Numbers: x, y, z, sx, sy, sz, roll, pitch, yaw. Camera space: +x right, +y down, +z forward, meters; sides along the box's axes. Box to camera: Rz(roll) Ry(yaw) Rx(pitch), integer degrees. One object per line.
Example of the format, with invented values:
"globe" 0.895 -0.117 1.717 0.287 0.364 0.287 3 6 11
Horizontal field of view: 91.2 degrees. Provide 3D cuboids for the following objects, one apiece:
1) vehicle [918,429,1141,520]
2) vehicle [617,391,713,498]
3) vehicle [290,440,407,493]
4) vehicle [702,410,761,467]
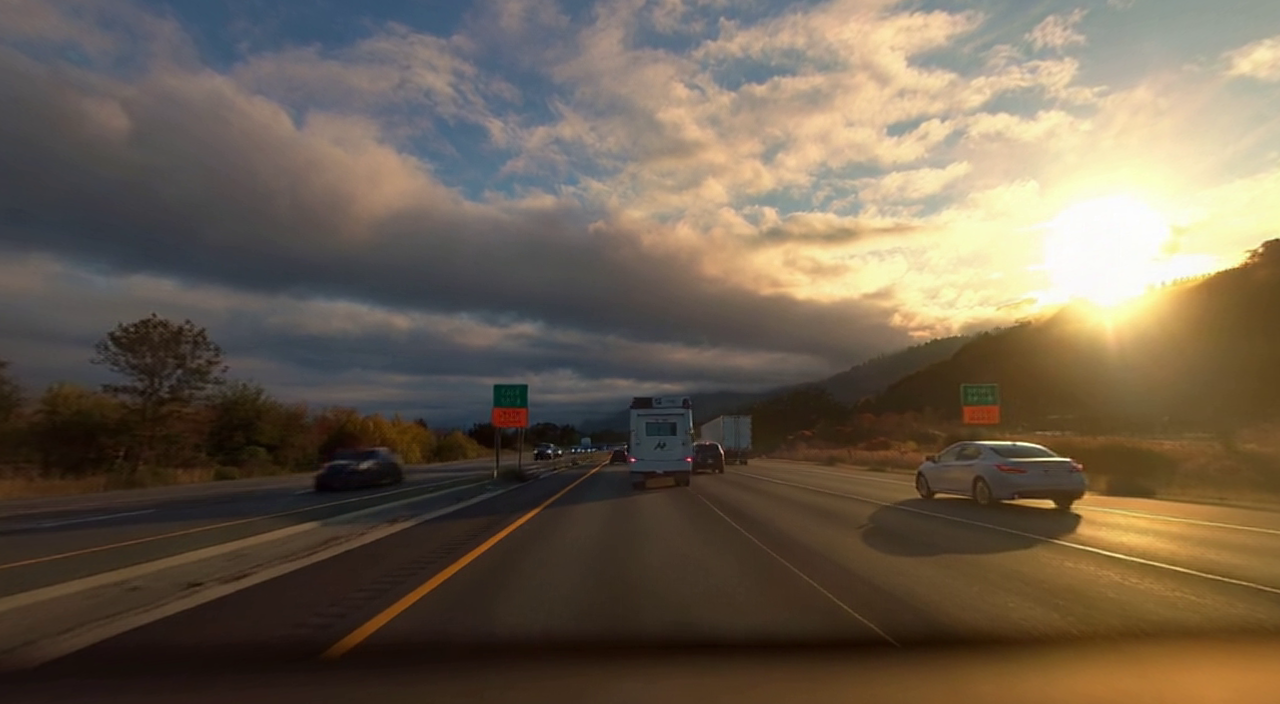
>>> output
"vehicle" 7.528 2.385 12.670 1.988 1.534 3.763 0 -9 -2
"vehicle" 0.959 2.881 19.450 2.506 2.743 6.093 -1 -9 6
"vehicle" -9.647 3.800 21.167 1.918 1.578 4.140 0 -9 0
"vehicle" 6.916 6.833 48.989 2.928 3.900 10.014 0 -9 0
